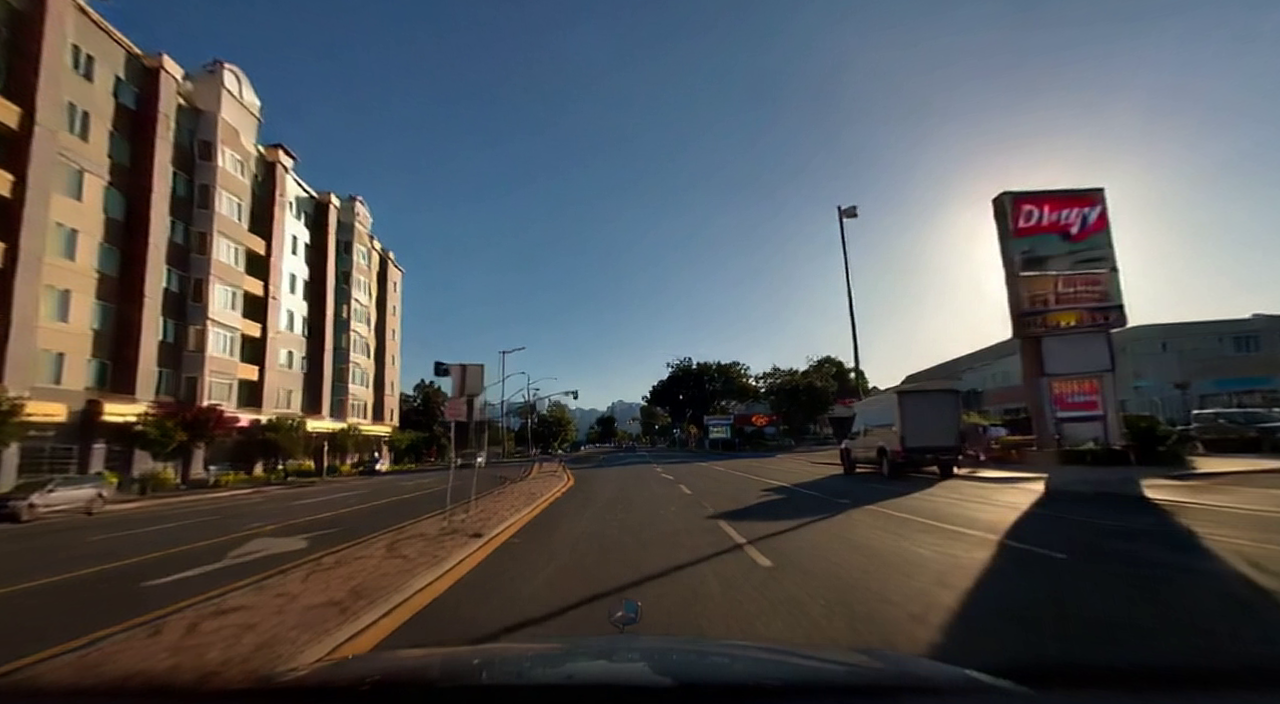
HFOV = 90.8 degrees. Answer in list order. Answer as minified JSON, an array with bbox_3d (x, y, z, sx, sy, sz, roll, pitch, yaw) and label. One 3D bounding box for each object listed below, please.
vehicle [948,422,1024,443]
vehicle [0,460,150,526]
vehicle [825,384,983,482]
[{"bbox_3d":[25.498,5.999,46.740,1.868,1.458,4.609,5,-10,-27],"label":"vehicle"},{"bbox_3d":[-19.364,4.646,21.235,2.042,1.773,4.914,-4,-8,-2],"label":"vehicle"},{"bbox_3d":[9.764,3.151,24.465,2.917,3.205,6.985,0,-8,-1],"label":"vehicle"}]
